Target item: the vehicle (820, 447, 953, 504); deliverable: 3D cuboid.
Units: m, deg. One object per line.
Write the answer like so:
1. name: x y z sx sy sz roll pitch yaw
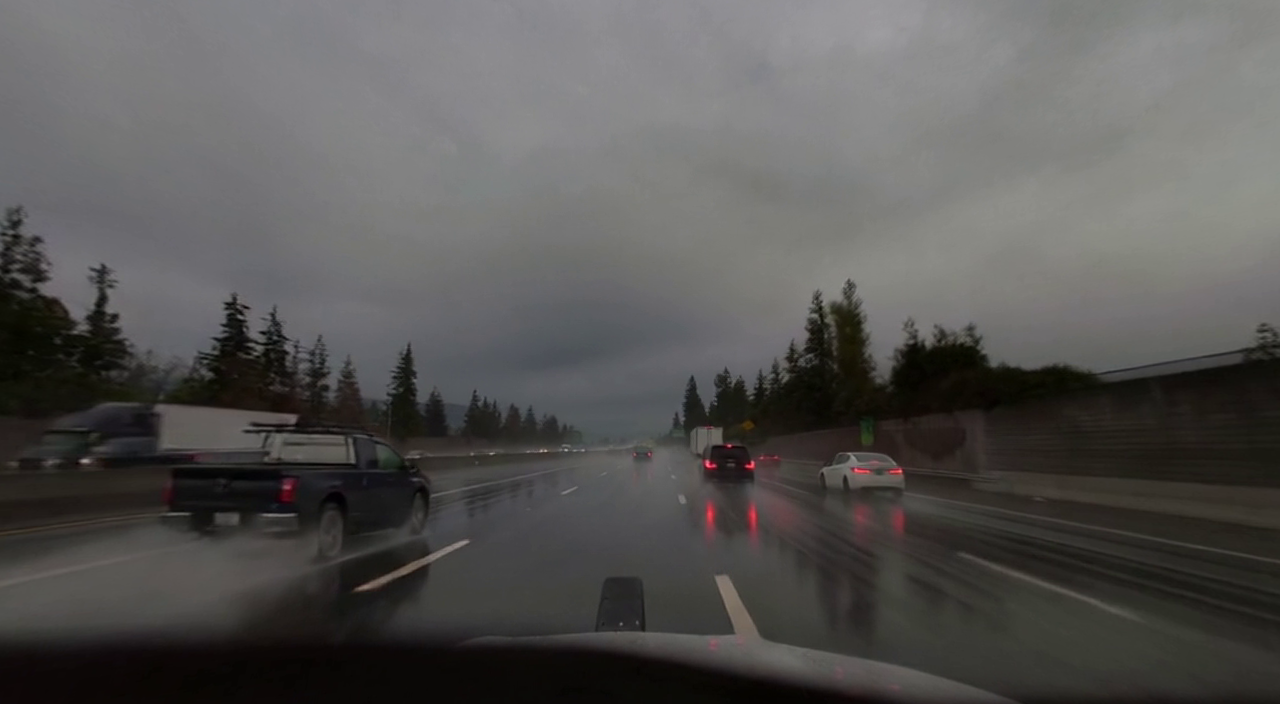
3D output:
1. vehicle: 7.237 3.641 19.190 2.146 1.482 4.665 0 -8 0

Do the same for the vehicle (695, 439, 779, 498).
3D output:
1. vehicle: 3.090 3.823 21.169 2.103 1.717 4.399 0 -8 0

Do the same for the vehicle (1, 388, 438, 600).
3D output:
1. vehicle: -4.633 1.655 8.351 2.036 1.892 5.214 0 -8 2
